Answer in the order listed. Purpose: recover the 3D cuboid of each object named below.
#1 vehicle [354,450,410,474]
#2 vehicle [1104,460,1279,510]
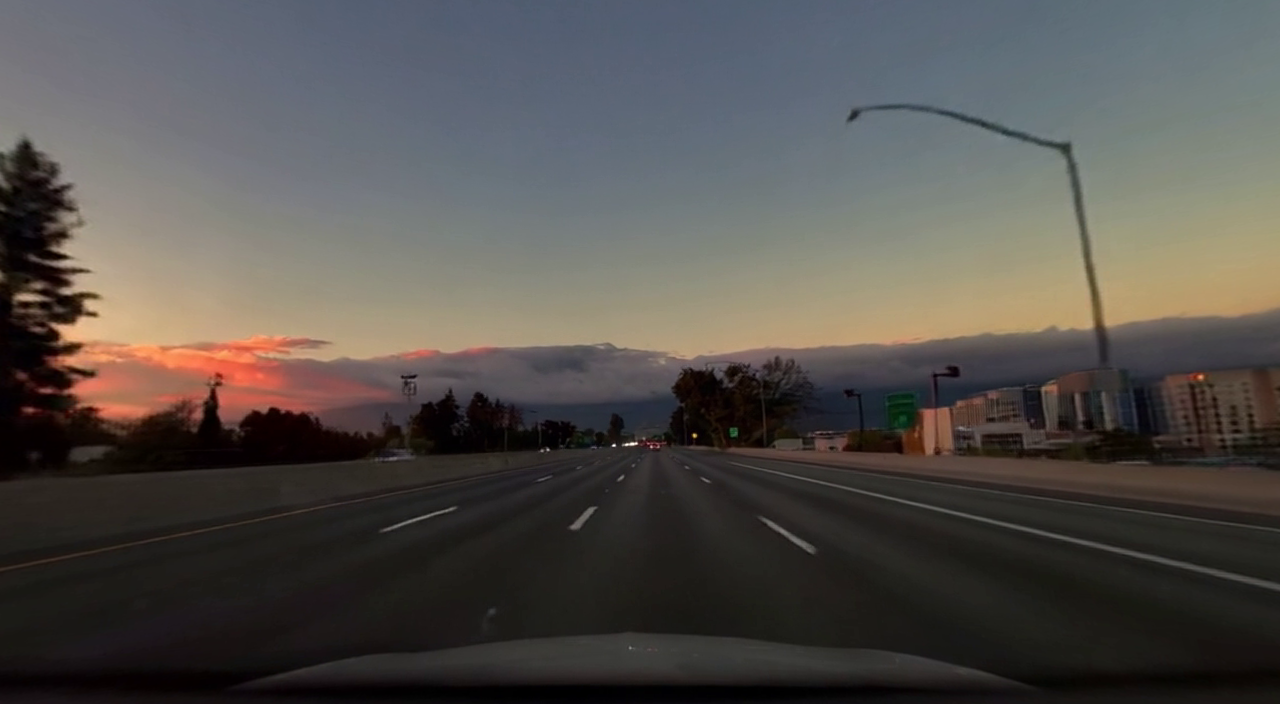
[{"bbox_3d":[-18.277,7.787,44.887,1.954,1.610,4.594,-1,-8,1],"label":"vehicle"},{"bbox_3d":[27.188,6.477,30.919,7.005,2.000,2.255,-2,-9,-1],"label":"vehicle"}]
